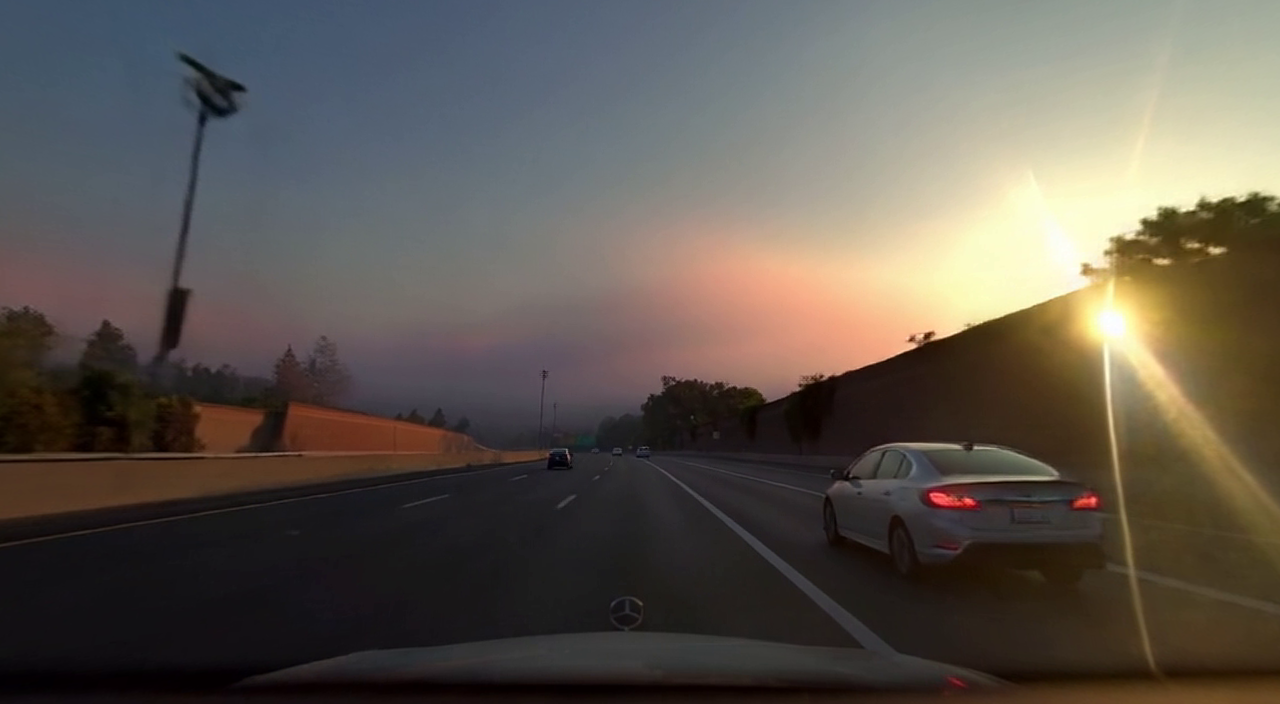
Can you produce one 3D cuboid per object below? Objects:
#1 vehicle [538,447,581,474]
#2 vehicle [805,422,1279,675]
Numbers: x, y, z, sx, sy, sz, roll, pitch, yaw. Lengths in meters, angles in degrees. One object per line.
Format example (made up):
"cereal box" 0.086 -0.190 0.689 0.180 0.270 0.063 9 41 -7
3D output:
"vehicle" -4.723 6.377 37.419 2.014 1.481 4.156 0 -8 0
"vehicle" 3.297 1.533 6.215 2.030 1.490 4.737 0 -8 0
